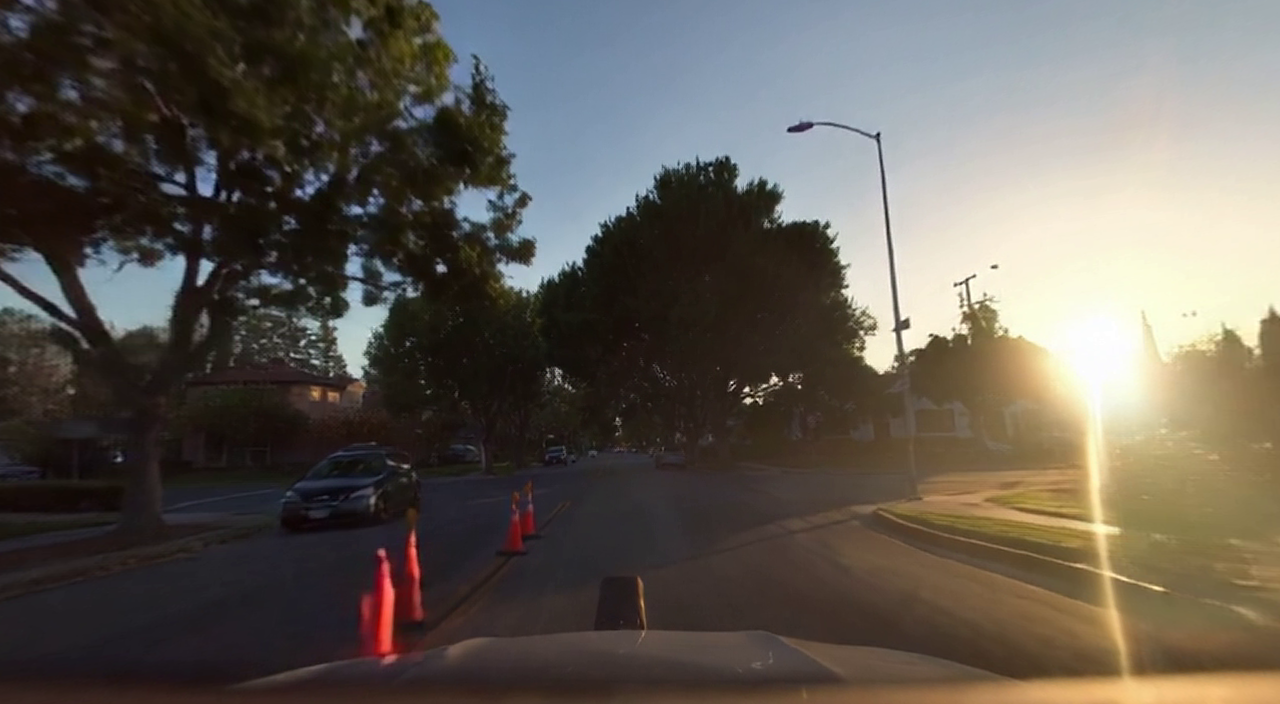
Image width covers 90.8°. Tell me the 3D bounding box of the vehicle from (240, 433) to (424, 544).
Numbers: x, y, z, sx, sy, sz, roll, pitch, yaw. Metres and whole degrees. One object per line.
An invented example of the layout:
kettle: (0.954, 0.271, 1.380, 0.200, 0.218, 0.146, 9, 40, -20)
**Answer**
vehicle: (-6.138, 2.670, 13.307, 2.087, 1.835, 4.445, -1, -7, -6)

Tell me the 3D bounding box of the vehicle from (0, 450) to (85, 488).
vehicle: (-36.048, 6.928, 37.703, 1.821, 1.691, 4.510, 0, -3, 0)

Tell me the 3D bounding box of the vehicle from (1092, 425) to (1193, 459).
vehicle: (29.824, 5.289, 37.736, 1.923, 1.805, 4.876, -2, -6, -1)
